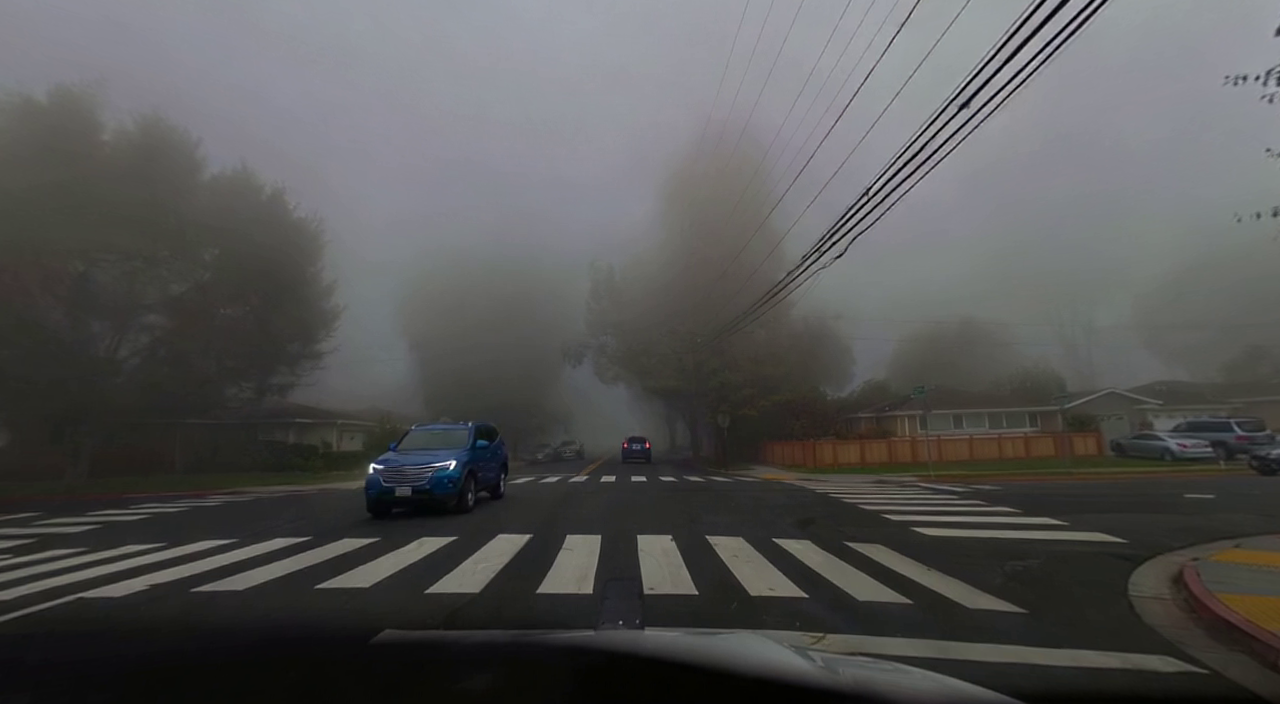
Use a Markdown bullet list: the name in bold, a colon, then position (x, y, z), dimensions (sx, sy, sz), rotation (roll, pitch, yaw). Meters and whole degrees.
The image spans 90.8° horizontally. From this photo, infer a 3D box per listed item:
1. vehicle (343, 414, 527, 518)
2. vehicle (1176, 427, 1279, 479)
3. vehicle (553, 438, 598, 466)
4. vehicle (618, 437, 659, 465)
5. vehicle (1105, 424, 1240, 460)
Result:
- **vehicle**: position (-3.923, 2.298, 13.179), dimensions (2.330, 1.768, 4.553), rotation (0, -9, 0)
- **vehicle**: position (19.088, 2.940, 18.434), dimensions (2.053, 1.472, 4.915), rotation (2, -9, -11)
- **vehicle**: position (-3.609, 5.706, 36.094), dimensions (2.102, 1.463, 4.024), rotation (0, -9, 1)
- **vehicle**: position (-0.128, 5.619, 35.999), dimensions (2.209, 1.501, 4.208), rotation (0, -9, -1)
- **vehicle**: position (23.418, 4.014, 28.087), dimensions (1.841, 1.448, 4.688), rotation (0, -9, -1)
